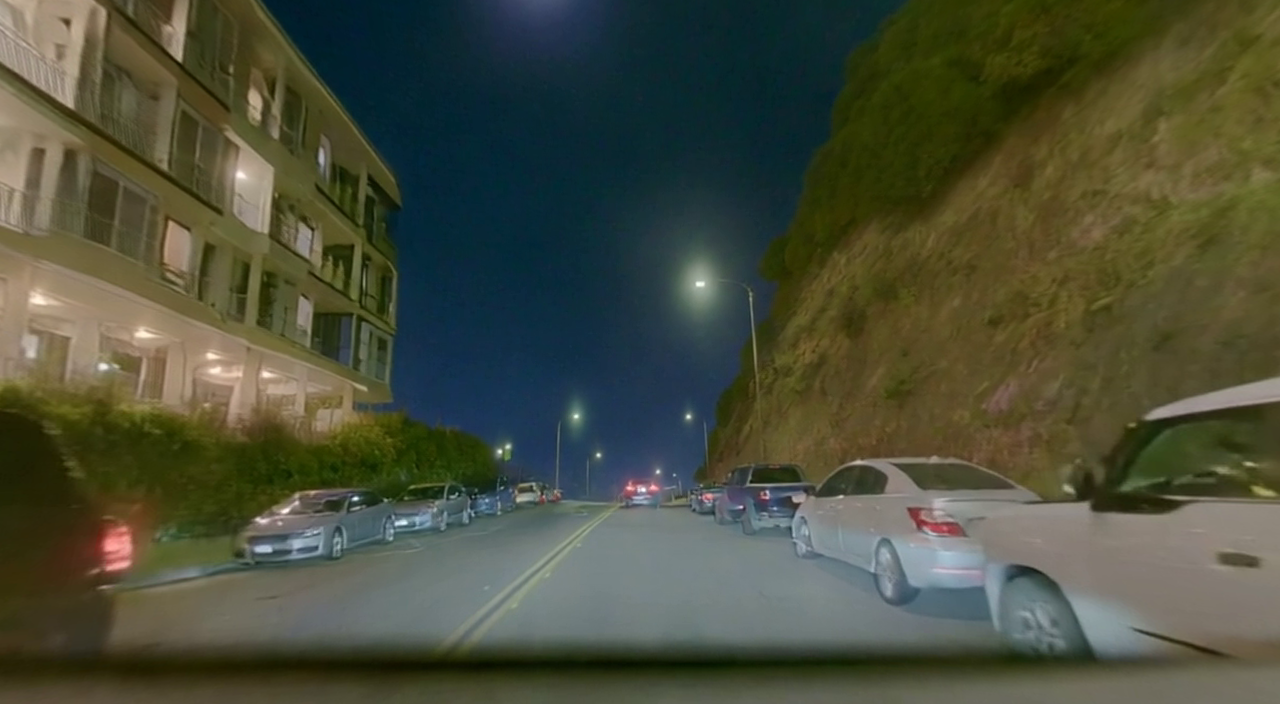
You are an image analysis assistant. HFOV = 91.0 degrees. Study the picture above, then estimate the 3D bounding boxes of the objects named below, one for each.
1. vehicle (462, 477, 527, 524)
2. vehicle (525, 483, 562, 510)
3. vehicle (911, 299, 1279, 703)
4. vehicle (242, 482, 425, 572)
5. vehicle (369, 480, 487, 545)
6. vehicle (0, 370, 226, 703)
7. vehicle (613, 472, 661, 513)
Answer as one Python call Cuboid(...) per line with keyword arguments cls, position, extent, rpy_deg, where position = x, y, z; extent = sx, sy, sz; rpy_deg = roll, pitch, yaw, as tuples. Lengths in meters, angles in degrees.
Cuboid(cls="vehicle", position=(-6.532, 6.676, 28.724), extent=(2.013, 1.729, 4.329), rpy_deg=(0, -8, -2))
Cuboid(cls="vehicle", position=(-6.626, 9.959, 43.572), extent=(1.859, 1.428, 4.465), rpy_deg=(0, -9, -1))
Cuboid(cls="vehicle", position=(2.922, 0.753, 1.965), extent=(2.139, 1.752, 4.411), rpy_deg=(0, -9, 0))
Cuboid(cls="vehicle", position=(-6.512, 3.738, 14.031), extent=(1.772, 1.415, 4.361), rpy_deg=(0, -9, 2))
Cuboid(cls="vehicle", position=(-6.224, 4.751, 19.115), extent=(1.905, 1.475, 4.592), rpy_deg=(0, -9, 1))
Cuboid(cls="vehicle", position=(-3.084, 0.679, 0.678), extent=(2.102, 1.621, 4.627), rpy_deg=(0, -9, 0))
Cuboid(cls="vehicle", position=(-0.196, 6.927, 31.268), extent=(2.201, 1.731, 3.854), rpy_deg=(0, -8, -2))
